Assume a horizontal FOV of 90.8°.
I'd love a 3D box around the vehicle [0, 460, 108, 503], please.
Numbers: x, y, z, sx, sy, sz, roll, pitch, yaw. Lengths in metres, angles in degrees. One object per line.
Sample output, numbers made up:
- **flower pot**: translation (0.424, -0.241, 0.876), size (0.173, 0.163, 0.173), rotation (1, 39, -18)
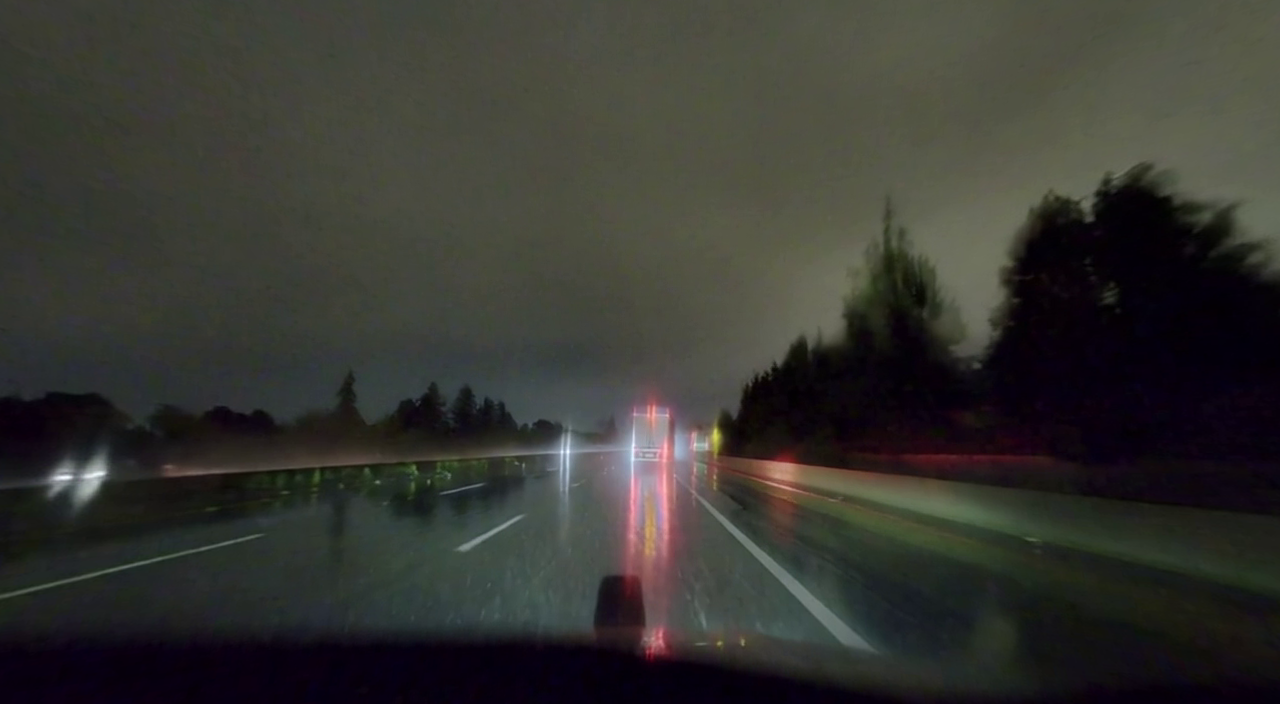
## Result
- **vehicle**: translation (-23.675, 5.004, 24.764), size (1.791, 1.472, 4.210), rotation (0, -9, 1)
